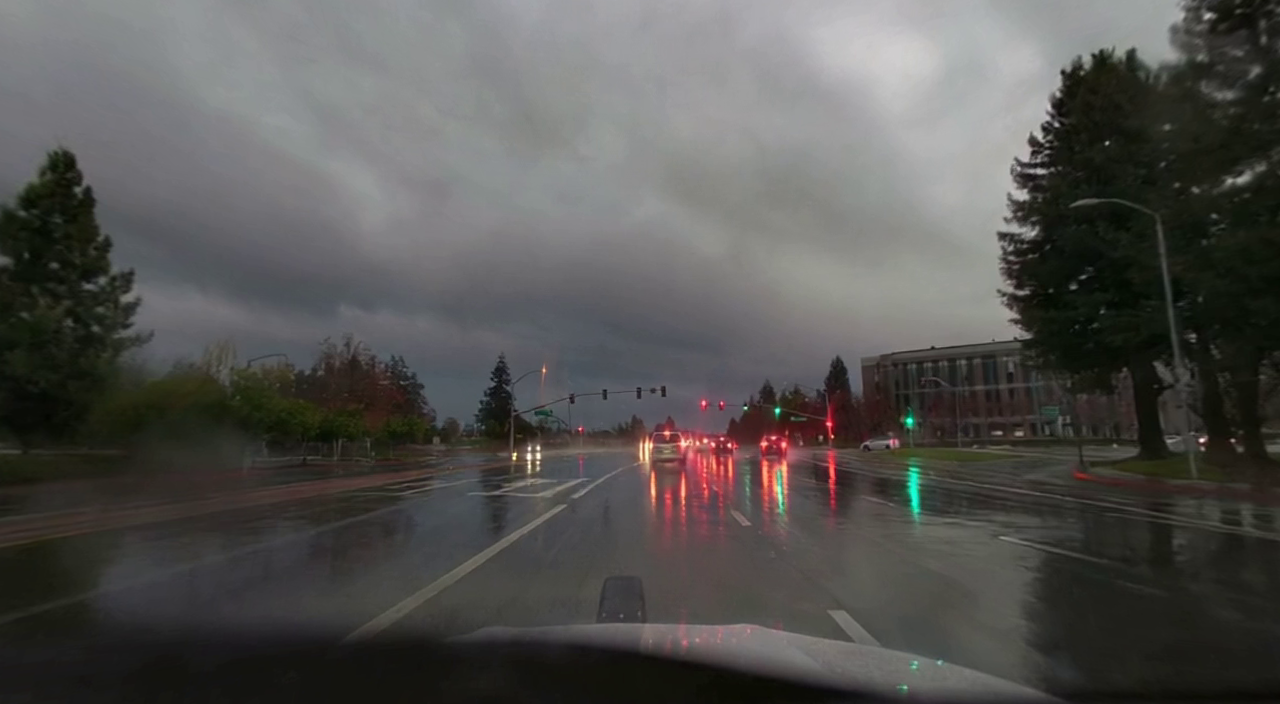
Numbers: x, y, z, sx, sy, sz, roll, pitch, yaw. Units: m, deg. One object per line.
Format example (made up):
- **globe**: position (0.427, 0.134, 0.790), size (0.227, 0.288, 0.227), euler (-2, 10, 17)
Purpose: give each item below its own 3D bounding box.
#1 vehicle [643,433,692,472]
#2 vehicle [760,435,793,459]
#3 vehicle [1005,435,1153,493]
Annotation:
- **vehicle**: position (1.454, 5.045, 31.866), size (2.211, 1.795, 4.179), euler (-1, -9, 5)
- **vehicle**: position (10.675, 7.523, 49.833), size (2.074, 1.791, 4.393), euler (-1, -9, 6)
- **vehicle**: position (13.826, 3.537, 20.316), size (2.118, 1.606, 4.640), euler (-2, -9, 11)
